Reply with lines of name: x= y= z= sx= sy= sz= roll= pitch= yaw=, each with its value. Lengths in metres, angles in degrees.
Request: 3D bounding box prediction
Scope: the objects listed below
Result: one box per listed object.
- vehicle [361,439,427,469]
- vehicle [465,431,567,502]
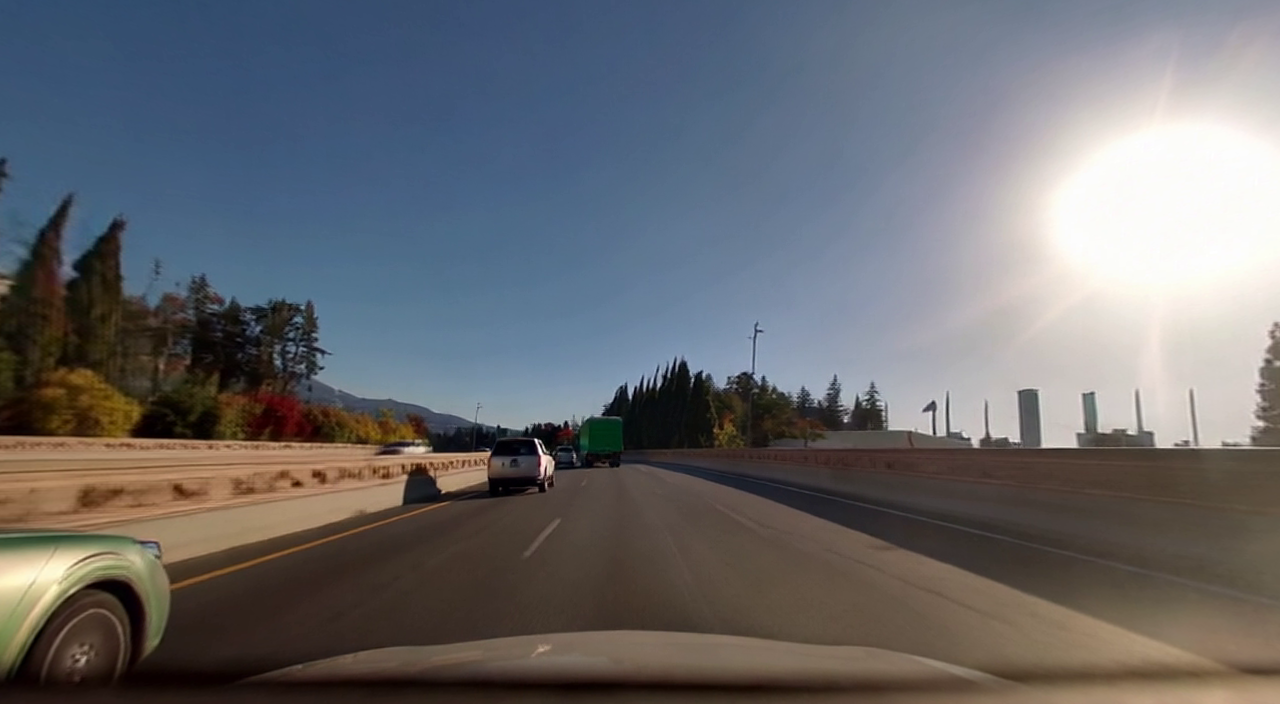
vehicle: x=-14.383 y=5.982 z=37.128 sx=2.187 sy=1.625 sz=4.614 roll=1 pitch=-9 yaw=-2
vehicle: x=-3.356 y=3.195 z=17.925 sx=2.041 sy=1.734 sz=4.391 roll=0 pitch=-9 yaw=-1
